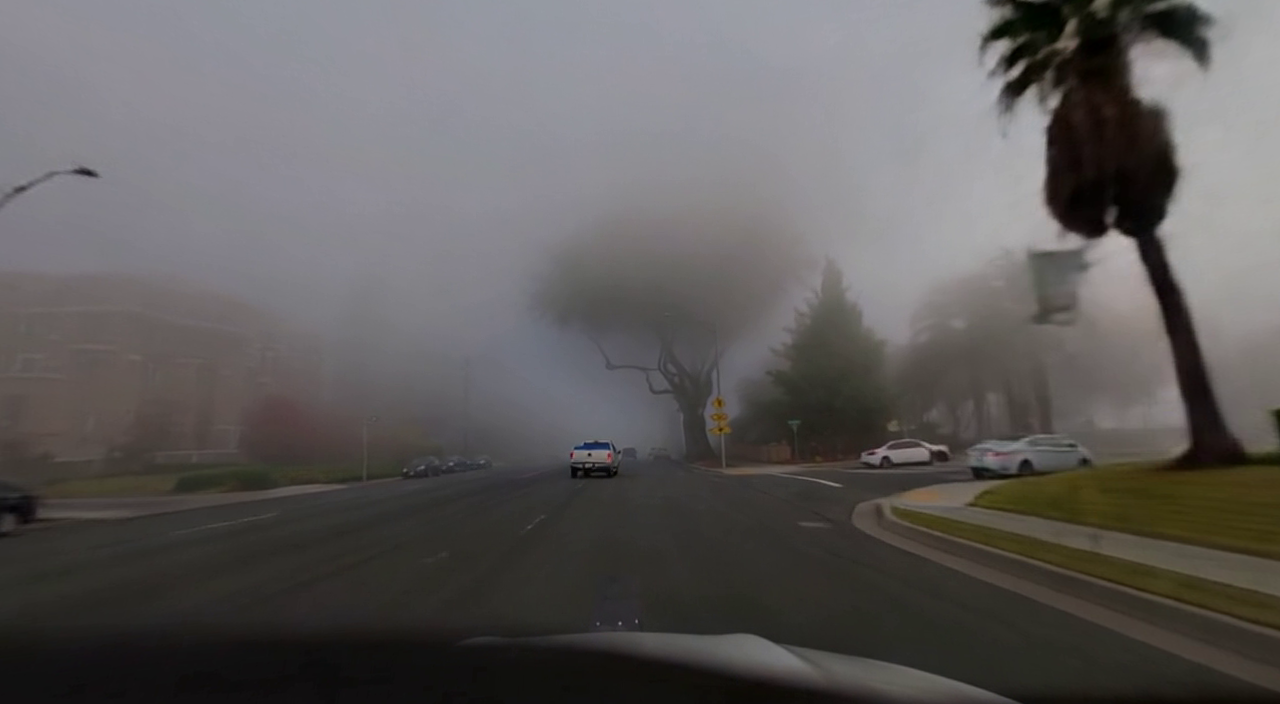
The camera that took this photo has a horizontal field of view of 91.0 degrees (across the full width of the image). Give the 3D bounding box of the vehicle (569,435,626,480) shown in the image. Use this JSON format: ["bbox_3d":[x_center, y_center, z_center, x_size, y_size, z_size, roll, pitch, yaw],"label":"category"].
[{"bbox_3d":[-1.755,4.636,27.916,1.994,1.810,5.057,0,-9,2],"label":"vehicle"}]

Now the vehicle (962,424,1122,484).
[{"bbox_3d":[12.495,3.183,19.745,3.778,1.744,1.804,1,-9,-5],"label":"vehicle"}]

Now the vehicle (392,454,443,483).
[{"bbox_3d":[-14.431,7.538,41.023,1.884,1.451,4.435,-4,-7,-3],"label":"vehicle"}]

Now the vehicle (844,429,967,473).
[{"bbox_3d":[12.543,4.696,29.993,4.873,1.624,1.924,-4,-9,-2],"label":"vehicle"}]

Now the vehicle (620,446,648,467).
[{"bbox_3d":[-0.441,8.055,48.642,2.077,1.504,3.992,0,-9,-1],"label":"vehicle"}]
